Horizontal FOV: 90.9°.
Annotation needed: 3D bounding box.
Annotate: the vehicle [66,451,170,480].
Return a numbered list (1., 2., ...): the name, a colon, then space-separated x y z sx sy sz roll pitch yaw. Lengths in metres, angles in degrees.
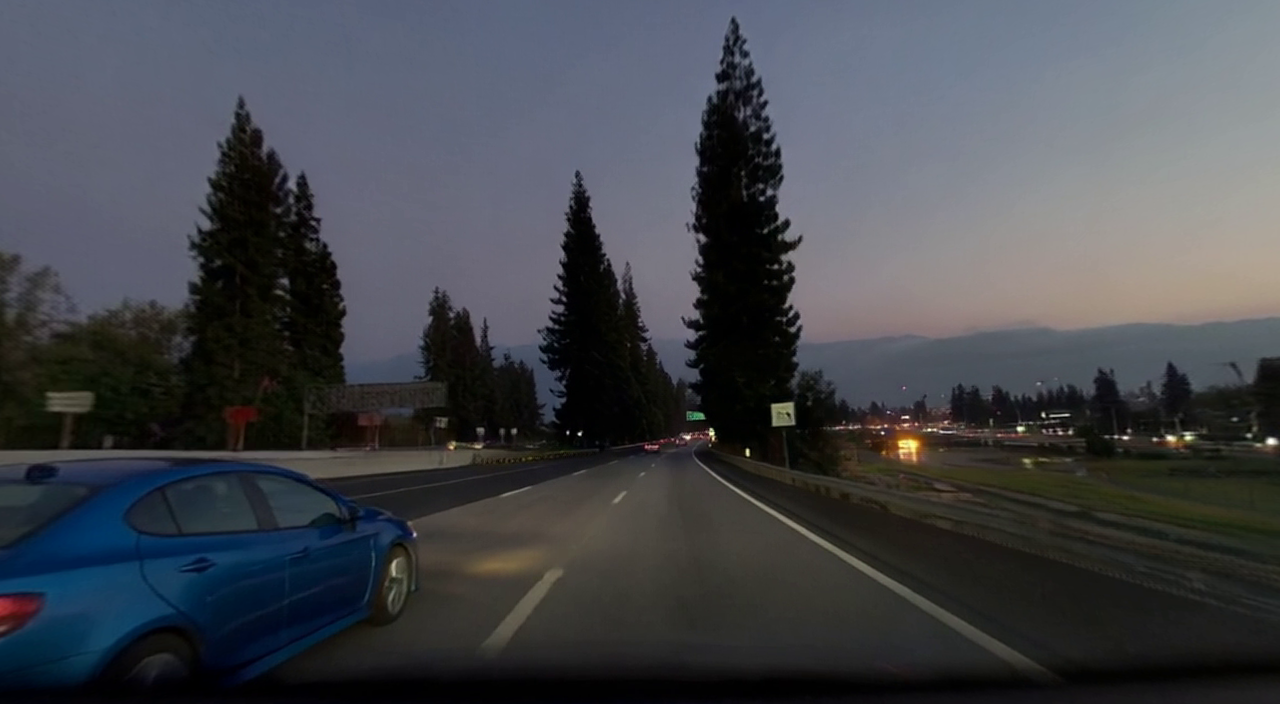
1. vehicle: -30.209 6.556 36.701 1.843 1.447 4.563 -2 -8 7
